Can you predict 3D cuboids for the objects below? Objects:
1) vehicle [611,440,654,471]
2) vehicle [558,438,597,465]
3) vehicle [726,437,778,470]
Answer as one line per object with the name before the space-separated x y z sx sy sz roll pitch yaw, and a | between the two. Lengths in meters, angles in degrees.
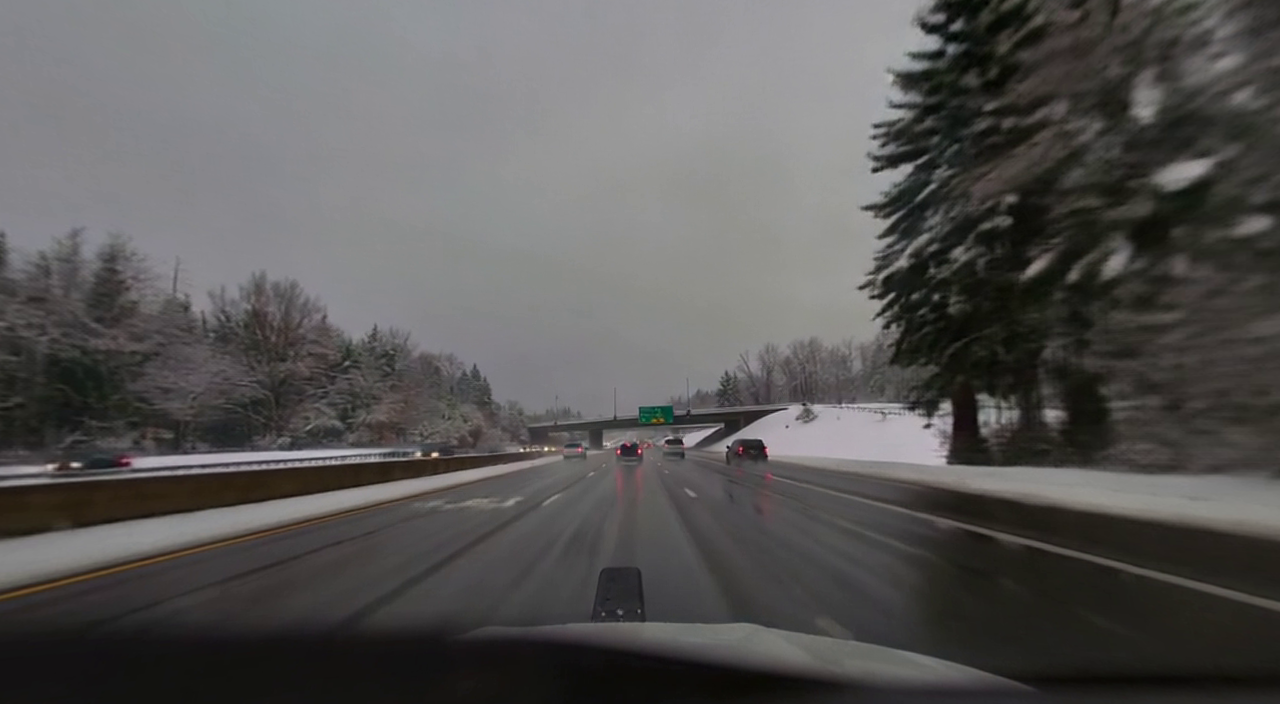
vehicle | -0.391 5.275 32.360 2.075 1.486 4.007 0 -8 -1
vehicle | -4.218 6.819 43.367 2.113 1.756 4.471 0 -9 1
vehicle | 5.758 5.290 33.040 1.936 1.625 3.991 0 -9 -1
